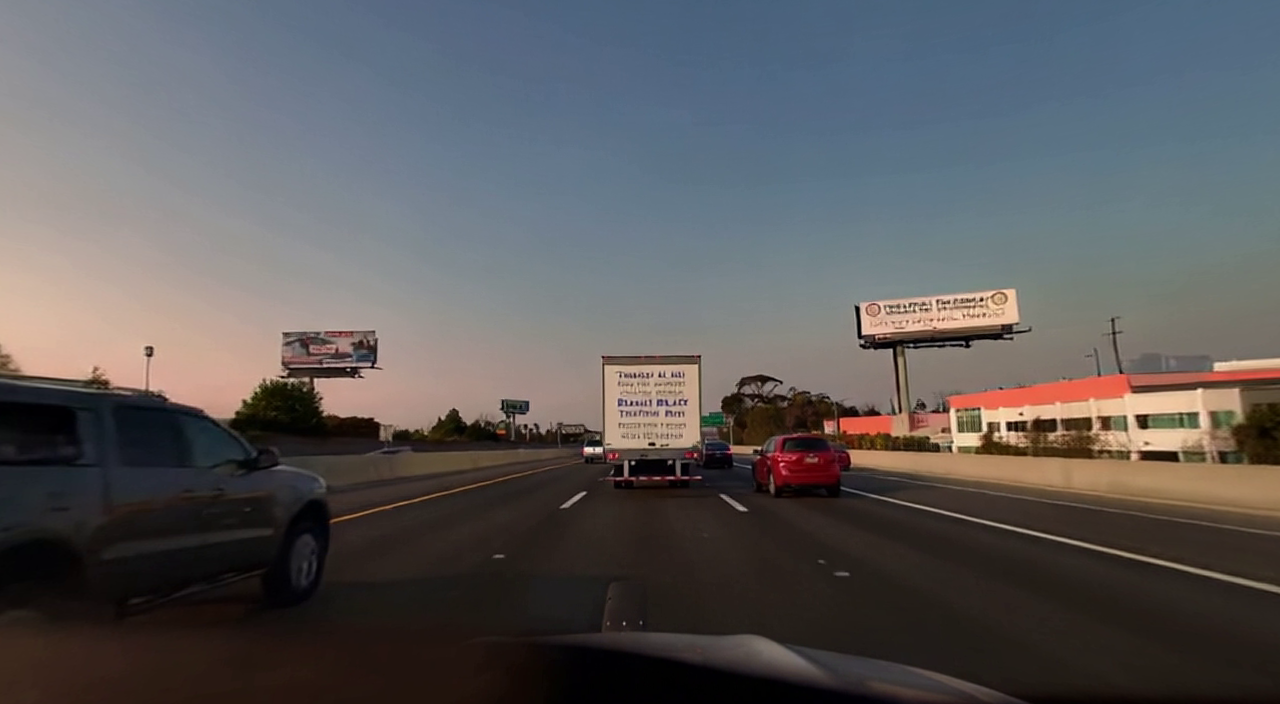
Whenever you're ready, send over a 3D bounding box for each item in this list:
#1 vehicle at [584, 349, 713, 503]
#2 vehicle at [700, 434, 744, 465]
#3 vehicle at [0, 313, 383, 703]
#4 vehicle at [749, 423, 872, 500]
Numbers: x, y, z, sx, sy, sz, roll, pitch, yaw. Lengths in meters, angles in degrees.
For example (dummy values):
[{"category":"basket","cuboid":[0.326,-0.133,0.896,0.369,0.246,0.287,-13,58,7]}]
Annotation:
[{"category":"vehicle","cuboid":[0.288,2.178,17.850,2.733,3.296,8.571,0,-8,2]},{"category":"vehicle","cuboid":[4.841,5.822,37.901,2.066,1.692,4.339,0,-8,0]},{"category":"vehicle","cuboid":[-3.482,0.944,3.618,2.133,1.808,4.349,0,-8,0]},{"category":"vehicle","cuboid":[4.222,2.769,16.403,1.986,1.718,4.296,0,-8,0]}]
